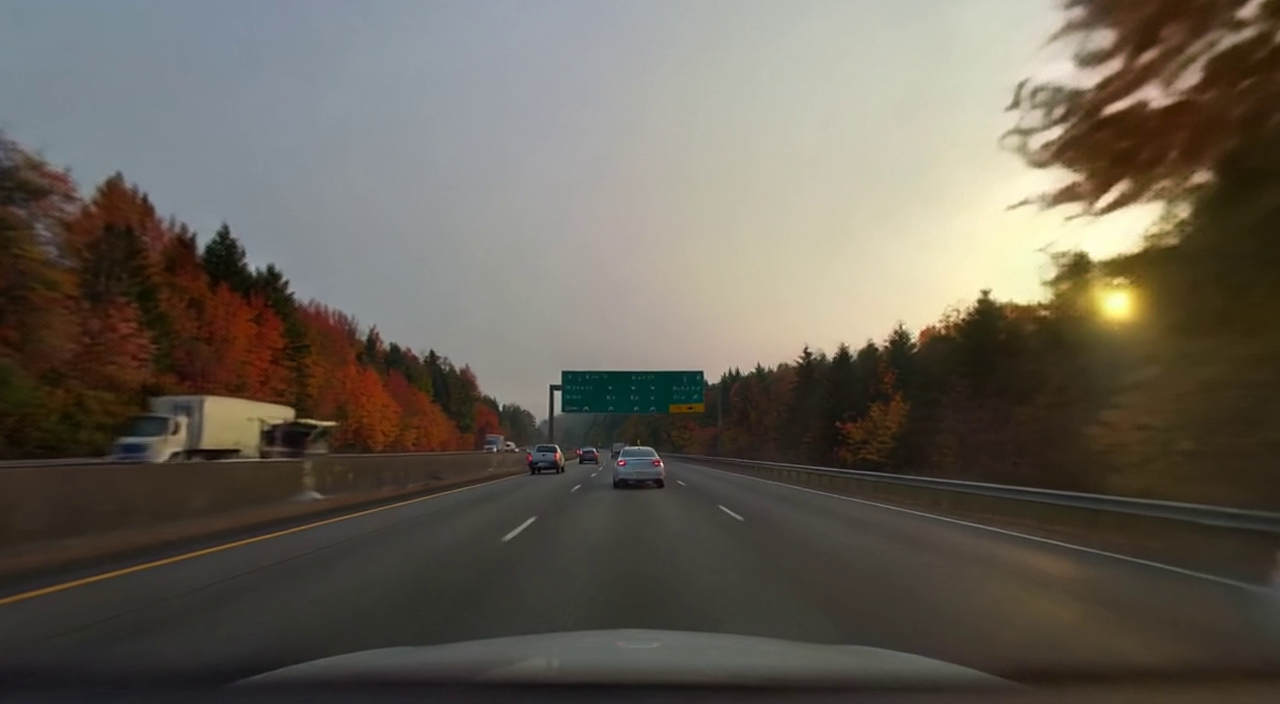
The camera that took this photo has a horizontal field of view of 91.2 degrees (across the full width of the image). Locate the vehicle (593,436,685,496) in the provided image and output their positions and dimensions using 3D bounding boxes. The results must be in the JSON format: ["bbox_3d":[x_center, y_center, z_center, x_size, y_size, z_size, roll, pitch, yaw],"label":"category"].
[{"bbox_3d":[-0.081,3.573,19.939,2.634,1.679,4.070,0,-9,-1],"label":"vehicle"}]

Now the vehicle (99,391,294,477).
[{"bbox_3d":[-22.371,4.380,32.685,3.243,3.800,9.564,0,-9,-1],"label":"vehicle"}]

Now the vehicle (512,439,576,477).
[{"bbox_3d":[-4.650,5.218,31.048,2.545,1.679,4.267,0,-9,-1],"label":"vehicle"}]
